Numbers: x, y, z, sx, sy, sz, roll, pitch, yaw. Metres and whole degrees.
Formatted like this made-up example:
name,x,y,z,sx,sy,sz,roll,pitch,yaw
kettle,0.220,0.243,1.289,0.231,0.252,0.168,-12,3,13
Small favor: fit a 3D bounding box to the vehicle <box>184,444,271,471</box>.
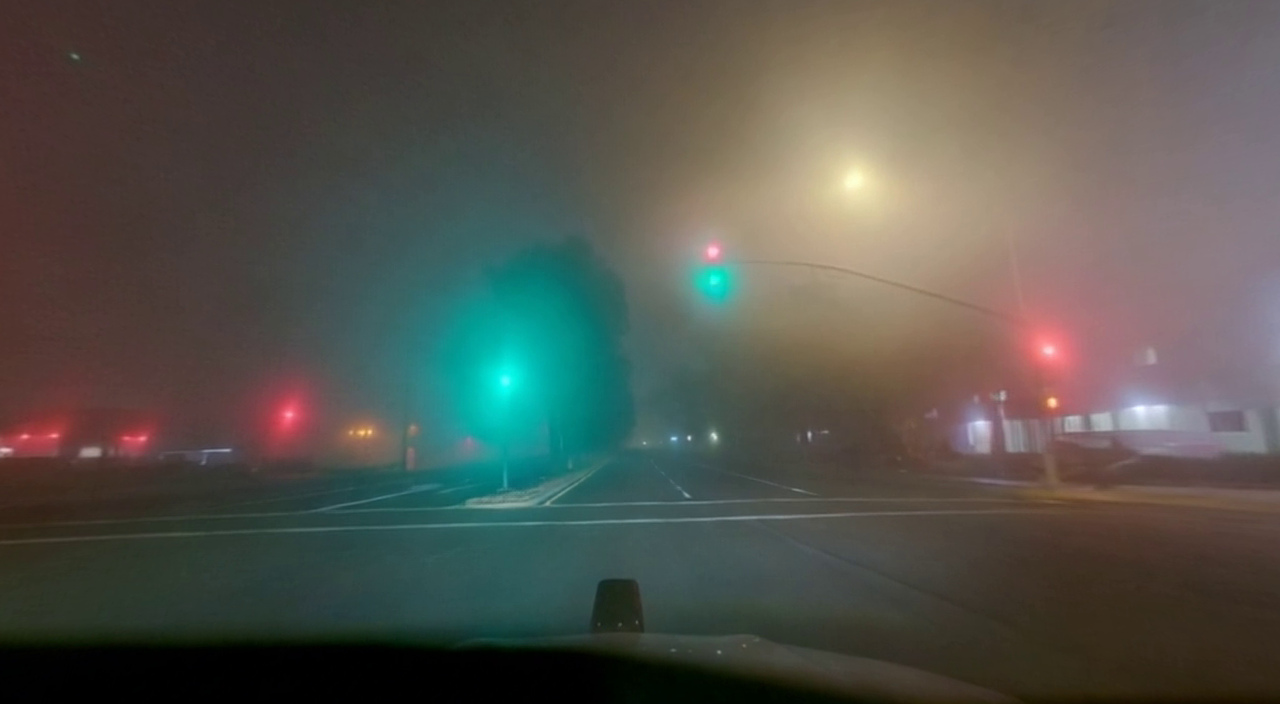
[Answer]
name,x,y,z,sx,sy,sz,roll,pitch,yaw
vehicle,-32.011,8.174,49.079,5.196,1.936,2.247,-1,-9,3
